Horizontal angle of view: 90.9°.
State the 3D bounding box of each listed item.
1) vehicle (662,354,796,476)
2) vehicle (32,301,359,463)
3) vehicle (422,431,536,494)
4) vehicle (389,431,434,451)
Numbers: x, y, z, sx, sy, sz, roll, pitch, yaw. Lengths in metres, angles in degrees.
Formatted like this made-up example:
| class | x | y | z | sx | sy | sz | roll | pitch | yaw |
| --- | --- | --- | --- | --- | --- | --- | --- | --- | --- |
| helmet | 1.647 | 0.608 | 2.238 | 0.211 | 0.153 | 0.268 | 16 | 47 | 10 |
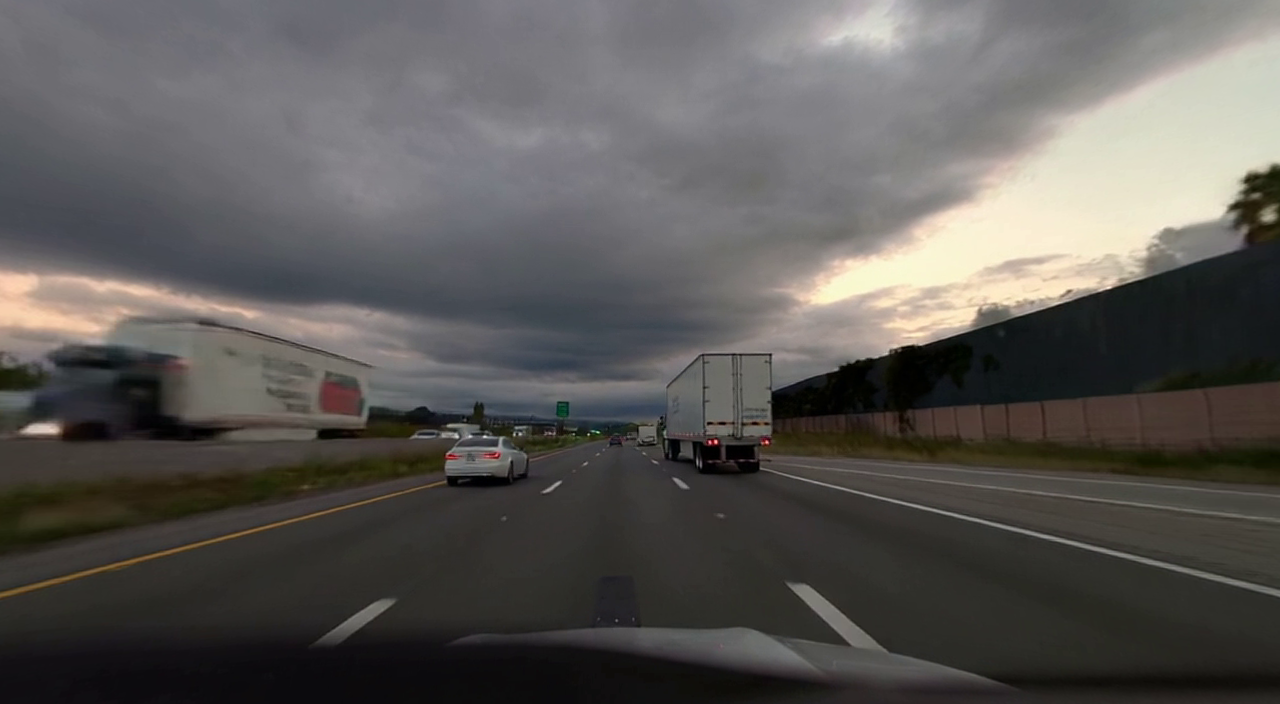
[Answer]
| class | x | y | z | sx | sy | sz | roll | pitch | yaw |
| --- | --- | --- | --- | --- | --- | --- | --- | --- | --- |
| vehicle | 3.215 | 3.017 | 28.113 | 3.241 | 4.042 | 14.292 | 0 | -8 | -3 |
| vehicle | -12.282 | 1.313 | 19.295 | 2.938 | 3.692 | 9.880 | 0 | -8 | -1 |
| vehicle | -4.106 | 2.862 | 16.874 | 1.971 | 1.444 | 4.401 | 0 | -8 | -1 |
| vehicle | -17.174 | 6.706 | 47.530 | 1.806 | 1.429 | 4.397 | 0 | -8 | -1 |
